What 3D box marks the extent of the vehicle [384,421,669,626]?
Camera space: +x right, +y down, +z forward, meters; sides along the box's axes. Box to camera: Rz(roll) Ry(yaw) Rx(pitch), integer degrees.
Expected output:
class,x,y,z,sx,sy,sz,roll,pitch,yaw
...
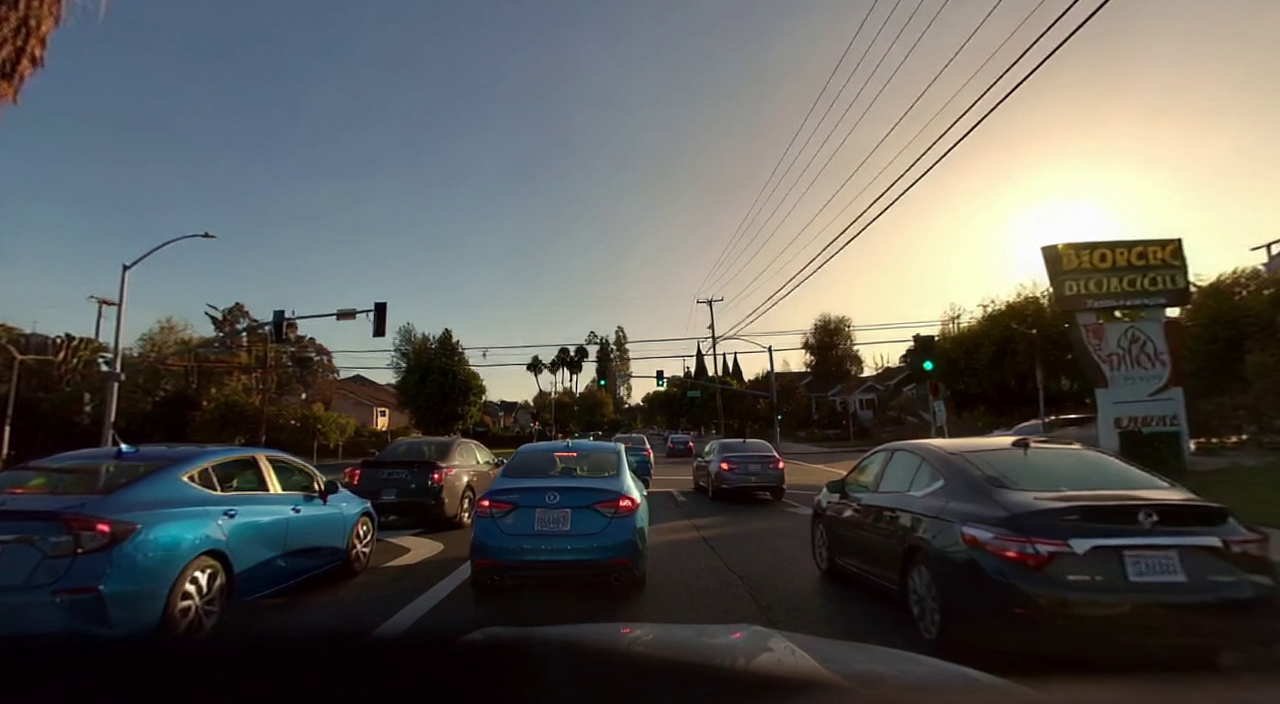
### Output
class,x,y,z,sx,sy,sz,roll,pitch,yaw
vehicle,-0.873,1.564,6.681,2.104,1.500,3.815,0,-9,-1

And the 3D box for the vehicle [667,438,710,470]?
class,x,y,z,sx,sy,sz,roll,pitch,yaw
vehicle,2.761,5.909,36.824,2.063,1.750,4.410,0,-9,-1

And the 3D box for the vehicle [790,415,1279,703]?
class,x,y,z,sx,sy,sz,roll,pitch,yaw
vehicle,2.795,1.361,5.229,2.014,1.464,4.312,0,-8,0

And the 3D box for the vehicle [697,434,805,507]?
class,x,y,z,sx,sy,sz,roll,pitch,yaw
vehicle,2.680,2.965,16.316,1.956,1.615,4.205,0,-9,-1

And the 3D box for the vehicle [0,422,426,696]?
class,x,y,z,sx,sy,sz,roll,pitch,yaw
vehicle,-3.679,1.461,5.725,2.058,1.474,4.473,0,-9,-2
